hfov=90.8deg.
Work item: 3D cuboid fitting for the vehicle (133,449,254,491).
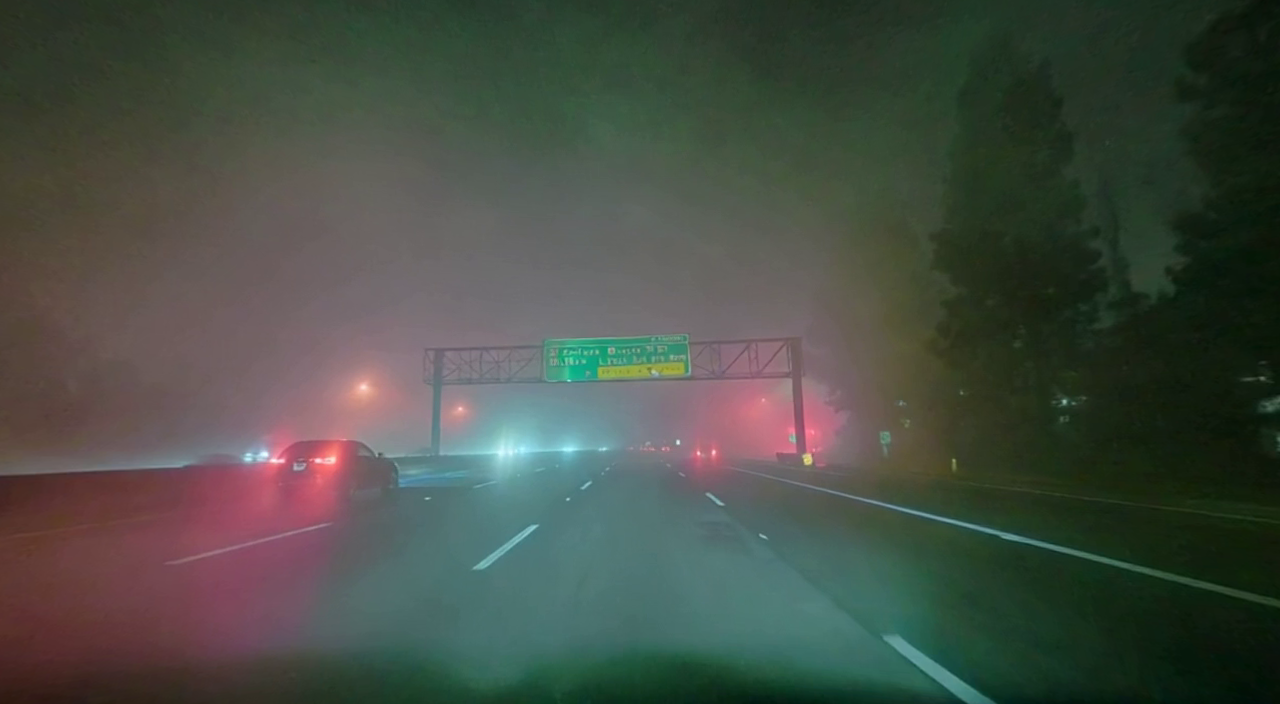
[{"bbox_3d":[-17.283,4.561,24.742,1.816,1.433,3.993,-1,-9,0],"label":"vehicle"}]

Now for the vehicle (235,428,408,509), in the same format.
[{"bbox_3d":[-7.696,2.843,15.886,2.089,1.724,4.327,0,-9,0],"label":"vehicle"}]

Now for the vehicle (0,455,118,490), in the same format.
[{"bbox_3d":[-28.044,5.725,30.337,1.979,1.489,4.664,0,-9,0],"label":"vehicle"}]
